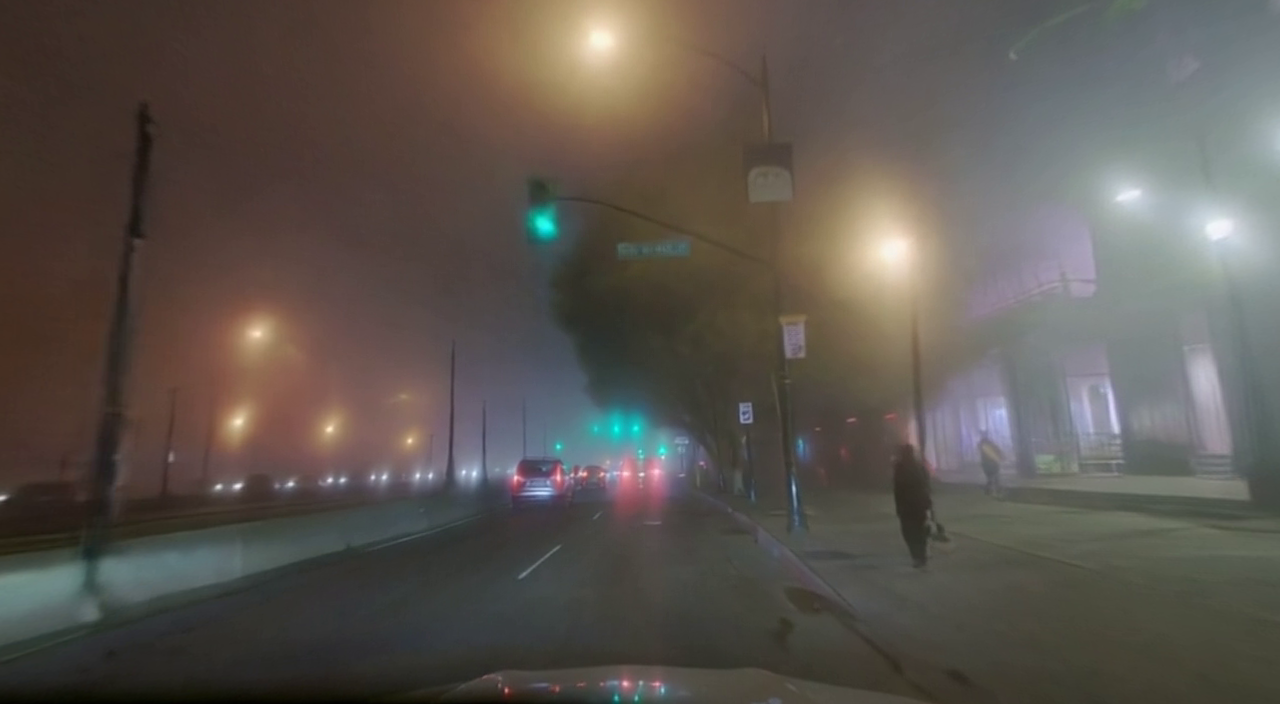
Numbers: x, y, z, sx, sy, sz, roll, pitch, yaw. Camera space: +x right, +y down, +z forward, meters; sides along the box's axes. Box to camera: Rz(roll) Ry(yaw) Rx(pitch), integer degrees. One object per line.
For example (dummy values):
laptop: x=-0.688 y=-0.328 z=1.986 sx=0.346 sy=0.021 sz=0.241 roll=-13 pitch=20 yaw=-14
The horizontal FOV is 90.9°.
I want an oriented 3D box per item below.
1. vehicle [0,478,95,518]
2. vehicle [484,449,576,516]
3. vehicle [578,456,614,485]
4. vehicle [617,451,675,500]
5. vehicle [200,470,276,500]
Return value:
vehicle: x=-29.510 y=7.021 z=30.698 sx=1.898 sy=1.641 sz=4.644 roll=1 pitch=-10 yaw=-3
vehicle: x=-3.080 y=3.766 z=18.514 sx=1.940 sy=1.722 sz=3.823 roll=0 pitch=-10 yaw=1
vehicle: x=-2.909 y=8.031 z=42.803 sx=2.220 sy=1.847 sz=4.587 roll=0 pitch=-10 yaw=-2
vehicle: x=0.186 y=4.818 z=24.836 sx=2.120 sy=1.758 sz=3.917 roll=0 pitch=-10 yaw=-1
vehicle: x=-27.600 y=9.115 z=43.502 sx=1.998 sy=1.797 sz=5.035 roll=1 pitch=-10 yaw=-2
